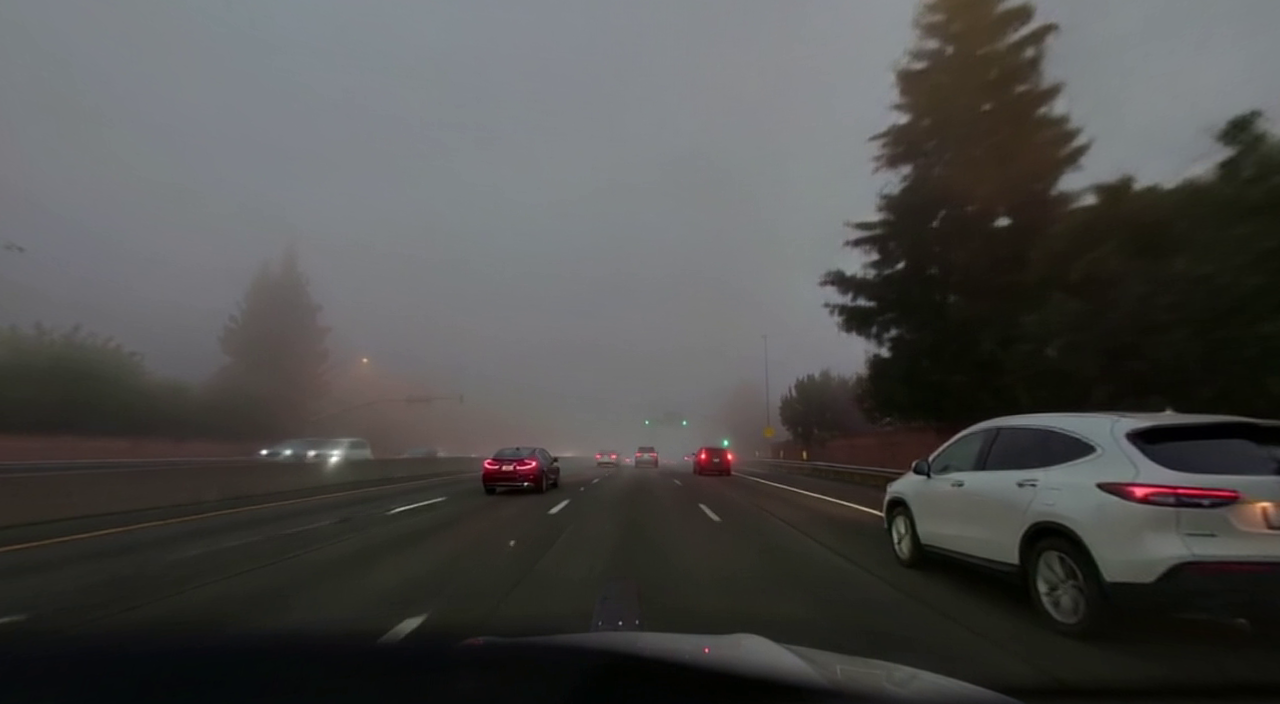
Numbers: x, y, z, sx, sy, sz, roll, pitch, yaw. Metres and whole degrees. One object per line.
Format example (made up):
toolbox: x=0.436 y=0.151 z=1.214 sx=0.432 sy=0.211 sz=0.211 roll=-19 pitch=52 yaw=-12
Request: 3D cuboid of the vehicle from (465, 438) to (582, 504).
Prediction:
vehicle: x=-2.911 y=3.108 z=17.031 sx=2.130 sy=1.514 sz=4.766 roll=0 pitch=-8 yaw=1

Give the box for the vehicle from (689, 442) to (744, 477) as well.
vehicle: x=3.943 y=5.620 z=33.337 sx=2.320 sy=1.735 sz=4.408 roll=0 pitch=-8 yaw=0

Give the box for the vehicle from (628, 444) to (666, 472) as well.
vehicle: x=0.520 y=6.976 z=41.901 sx=2.408 sy=1.748 sz=4.217 roll=0 pitch=-8 yaw=3

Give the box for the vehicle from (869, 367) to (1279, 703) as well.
vehicle: x=3.729 y=1.250 z=5.053 sx=2.029 sy=1.716 sz=4.545 roll=0 pitch=-8 yaw=0

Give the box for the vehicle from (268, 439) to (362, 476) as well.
vehicle: x=-15.768 y=5.124 z=30.965 sx=2.032 sy=1.616 sz=4.579 roll=0 pitch=-8 yaw=2
